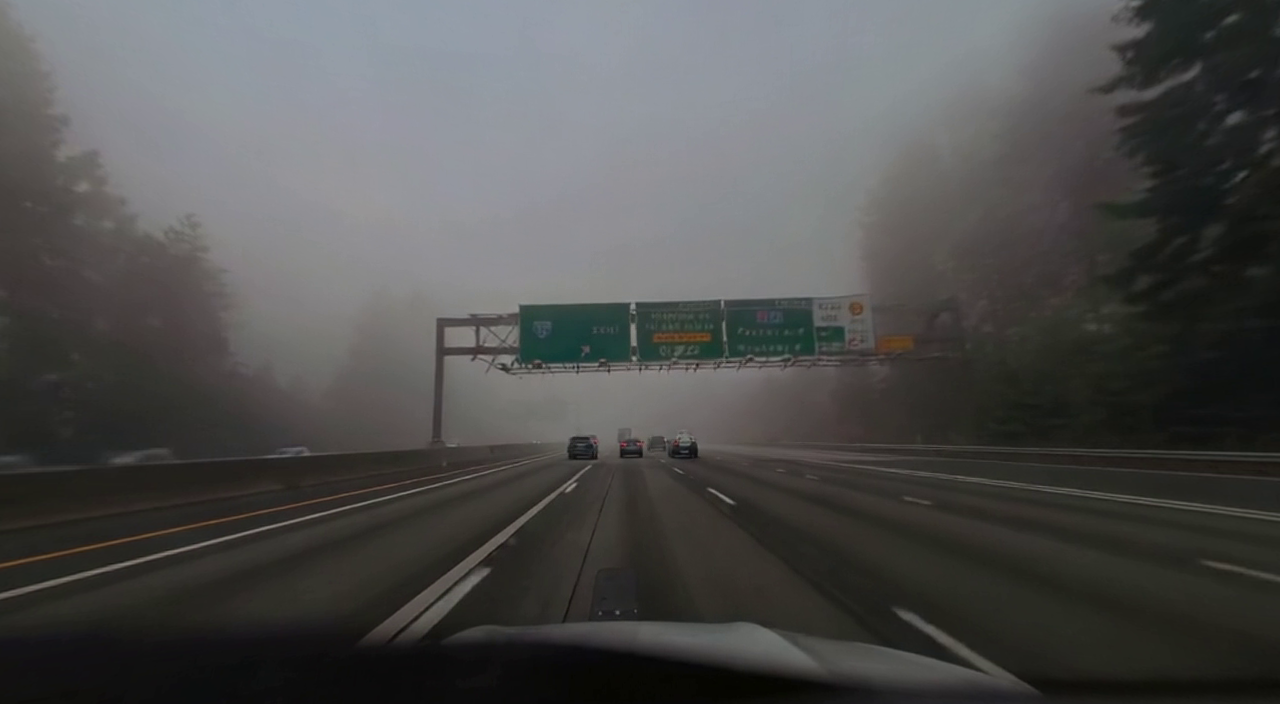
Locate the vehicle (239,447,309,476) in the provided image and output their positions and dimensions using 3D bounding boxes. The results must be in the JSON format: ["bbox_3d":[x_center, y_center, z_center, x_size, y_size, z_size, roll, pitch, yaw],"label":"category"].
[{"bbox_3d":[-22.014,6.573,37.998,1.814,1.516,4.103,0,-8,0],"label":"vehicle"}]

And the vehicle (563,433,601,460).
[{"bbox_3d":[-3.558,5.878,39.299,2.119,1.629,3.946,0,-8,-2],"label":"vehicle"}]

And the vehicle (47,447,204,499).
[{"bbox_3d":[-17.288,4.039,21.448,1.854,1.500,4.150,0,-8,-1],"label":"vehicle"}]

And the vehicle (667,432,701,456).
[{"bbox_3d":[3.142,6.682,45.739,2.066,1.673,4.225,0,-8,-2],"label":"vehicle"}]
